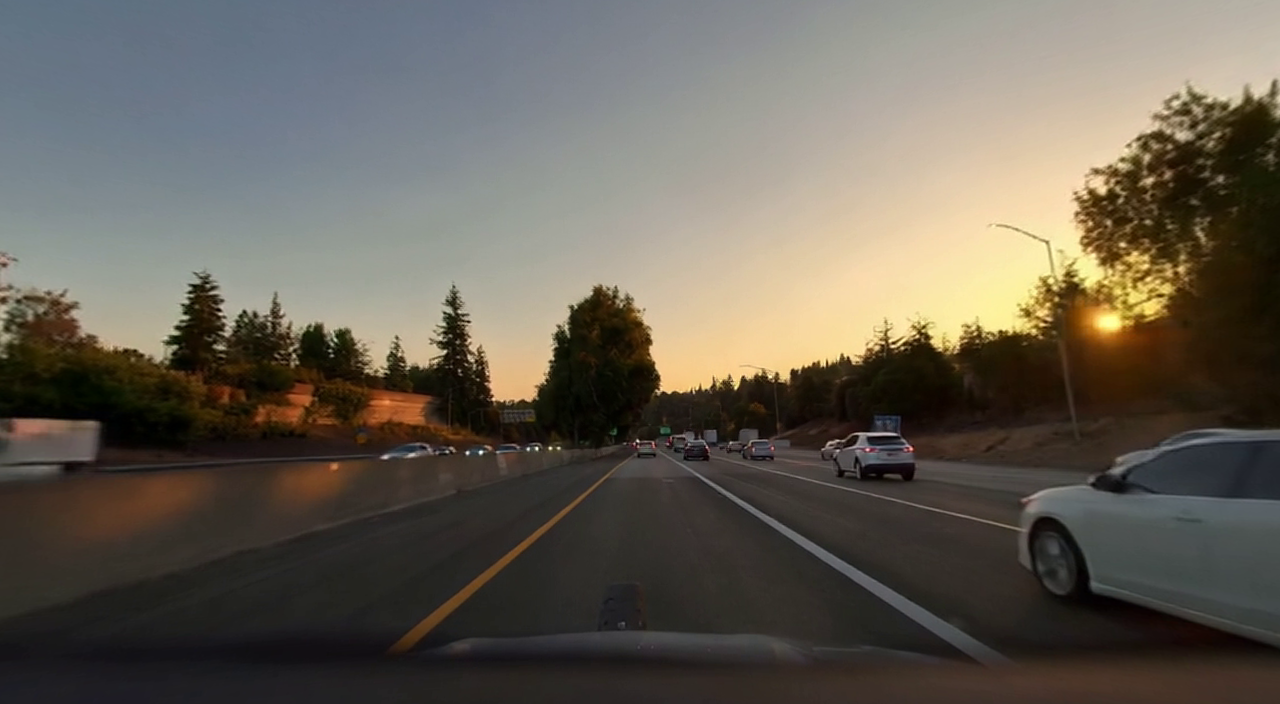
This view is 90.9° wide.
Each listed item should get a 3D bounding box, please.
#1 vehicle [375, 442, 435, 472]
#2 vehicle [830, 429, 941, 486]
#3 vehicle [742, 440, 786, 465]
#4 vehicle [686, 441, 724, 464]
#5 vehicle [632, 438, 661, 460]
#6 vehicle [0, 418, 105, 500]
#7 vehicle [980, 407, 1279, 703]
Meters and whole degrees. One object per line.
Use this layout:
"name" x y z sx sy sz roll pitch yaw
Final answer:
"vehicle" -13.586 6.072 36.757 1.847 1.610 4.188 0 -8 0
"vehicle" 8.145 3.540 21.394 1.986 1.703 4.226 0 -8 -1
"vehicle" 8.033 6.532 41.154 1.919 1.476 4.303 0 -8 -1
"vehicle" 4.433 6.905 43.500 2.118 1.438 4.312 0 -8 -1
"vehicle" 0.492 7.438 48.368 2.124 1.639 4.122 0 -8 1
"vehicle" -21.362 3.484 20.630 2.442 2.577 5.925 0 -8 0
"vehicle" 4.171 1.019 3.083 2.223 1.483 5.075 0 -8 0
